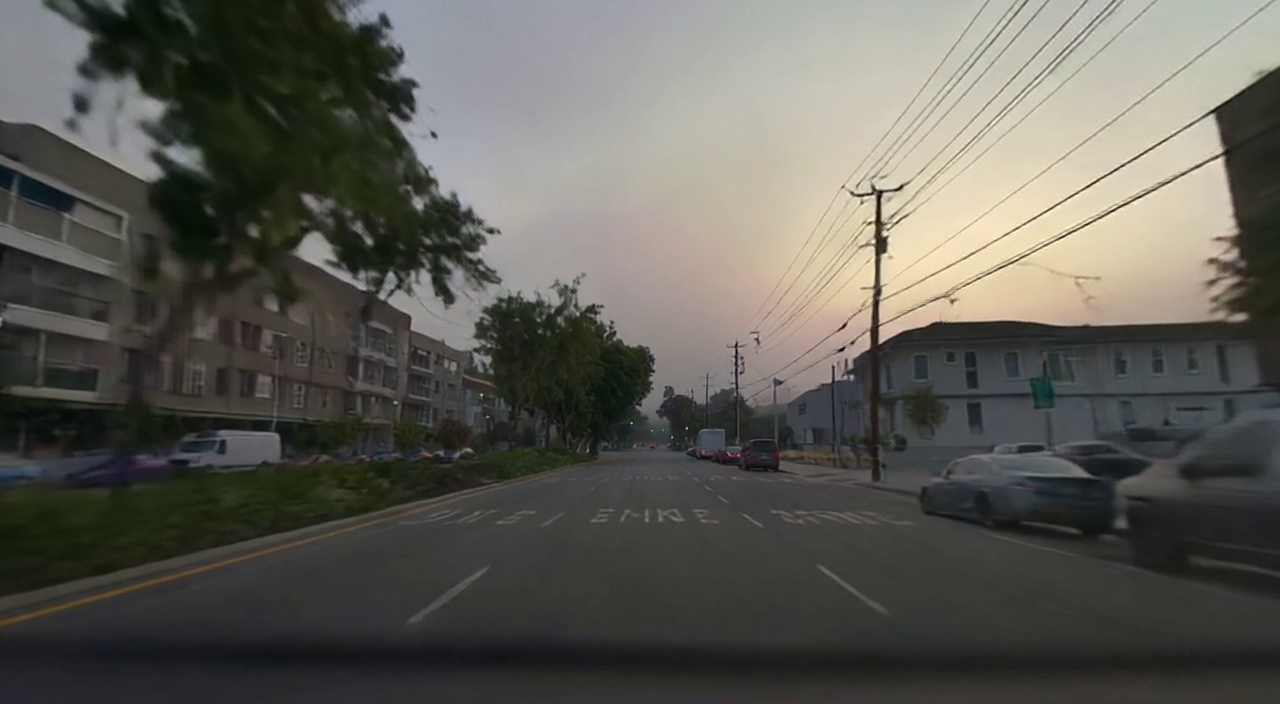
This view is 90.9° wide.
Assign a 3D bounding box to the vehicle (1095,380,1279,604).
[{"bbox_3d":[6.916,1.135,4.818,2.197,2.019,6.225,0,-8,0],"label":"vehicle"}]

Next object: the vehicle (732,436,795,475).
[{"bbox_3d":[7.176,6.101,37.432,2.563,2.090,6.077,0,-8,0],"label":"vehicle"}]

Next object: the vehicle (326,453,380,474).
[{"bbox_3d":[-21.935,8.530,48.387,1.907,1.404,4.413,-2,-8,3],"label":"vehicle"}]

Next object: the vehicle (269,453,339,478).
[{"bbox_3d":[-22.151,7.466,41.797,1.877,1.473,4.892,0,-8,0],"label":"vehicle"}]

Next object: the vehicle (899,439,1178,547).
[{"bbox_3d":[6.834,2.424,11.652,2.109,1.567,4.626,0,-8,0],"label":"vehicle"}]

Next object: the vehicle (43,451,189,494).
[{"bbox_3d":[-22.187,5.089,27.020,2.004,1.586,4.962,0,-8,0],"label":"vehicle"}]

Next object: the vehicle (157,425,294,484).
[{"bbox_3d":[-22.250,5.531,34.432,2.397,2.865,7.296,0,-8,1],"label":"vehicle"}]
